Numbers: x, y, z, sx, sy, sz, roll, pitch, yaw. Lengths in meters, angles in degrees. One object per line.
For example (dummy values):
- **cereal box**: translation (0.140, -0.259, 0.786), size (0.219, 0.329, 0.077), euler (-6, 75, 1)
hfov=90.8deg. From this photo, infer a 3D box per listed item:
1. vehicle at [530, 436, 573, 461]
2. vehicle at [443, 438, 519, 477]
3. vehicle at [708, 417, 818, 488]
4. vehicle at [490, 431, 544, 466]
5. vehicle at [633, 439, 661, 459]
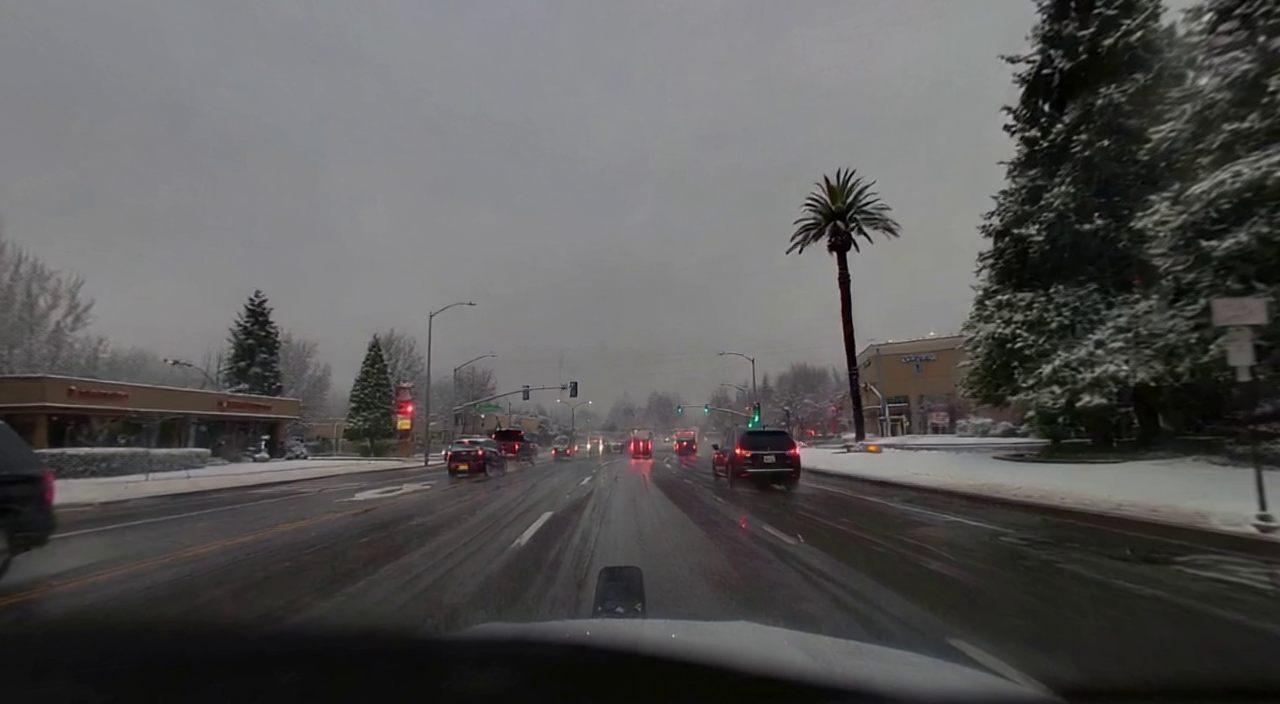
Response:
- **vehicle**: translation (-6.365, 7.024, 46.062), size (2.088, 1.746, 4.650), euler (-1, -8, 5)
- **vehicle**: translation (-6.662, 4.479, 27.136), size (1.935, 1.483, 4.973), euler (0, -8, 1)
- **vehicle**: translation (3.682, 3.161, 20.040), size (2.267, 1.931, 5.145), euler (0, -8, -2)
- **vehicle**: translation (-7.066, 5.608, 36.828), size (2.127, 1.888, 4.637), euler (-1, -8, 1)
- **vehicle**: translation (0.592, 7.575, 49.477), size (2.057, 1.492, 3.825), euler (-1, -8, 3)
